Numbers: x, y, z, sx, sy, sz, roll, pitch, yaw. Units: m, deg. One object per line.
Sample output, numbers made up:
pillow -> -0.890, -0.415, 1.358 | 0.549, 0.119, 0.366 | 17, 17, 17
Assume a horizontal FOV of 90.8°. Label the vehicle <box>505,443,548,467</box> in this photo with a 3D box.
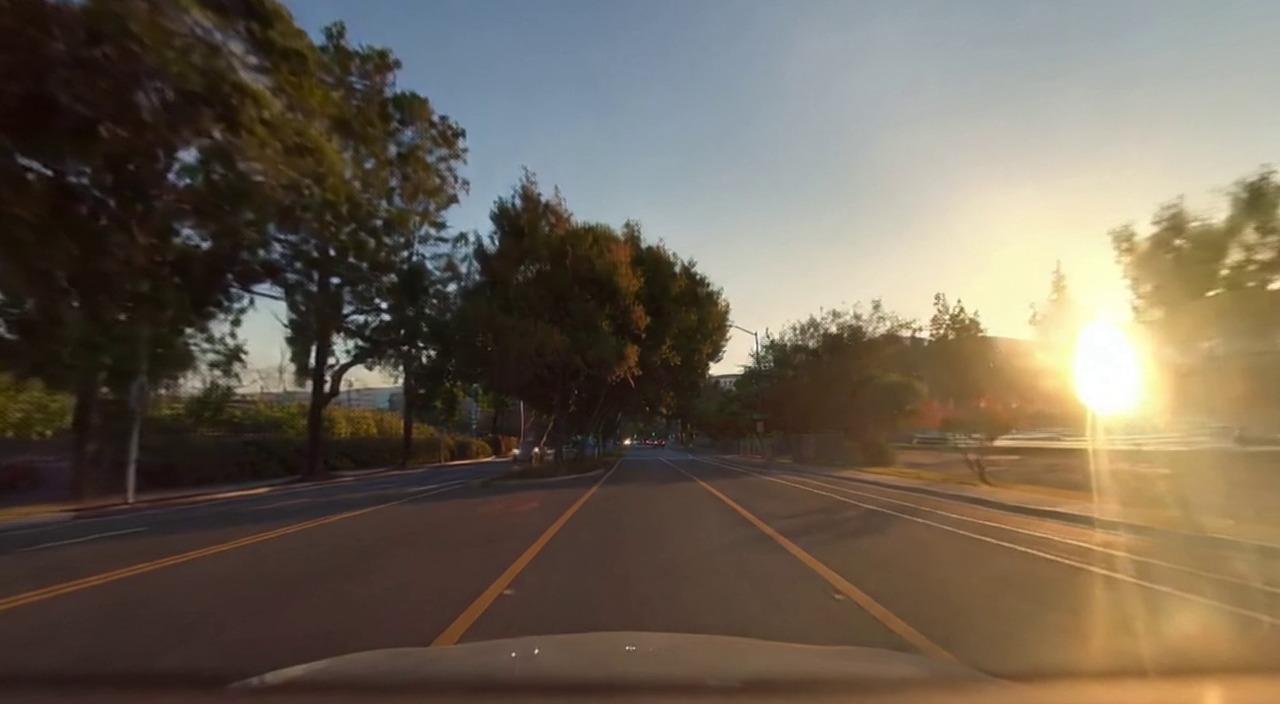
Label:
vehicle -> -7.689, 7.010, 43.248 | 2.055, 1.478, 4.843 | 0, -8, 0
